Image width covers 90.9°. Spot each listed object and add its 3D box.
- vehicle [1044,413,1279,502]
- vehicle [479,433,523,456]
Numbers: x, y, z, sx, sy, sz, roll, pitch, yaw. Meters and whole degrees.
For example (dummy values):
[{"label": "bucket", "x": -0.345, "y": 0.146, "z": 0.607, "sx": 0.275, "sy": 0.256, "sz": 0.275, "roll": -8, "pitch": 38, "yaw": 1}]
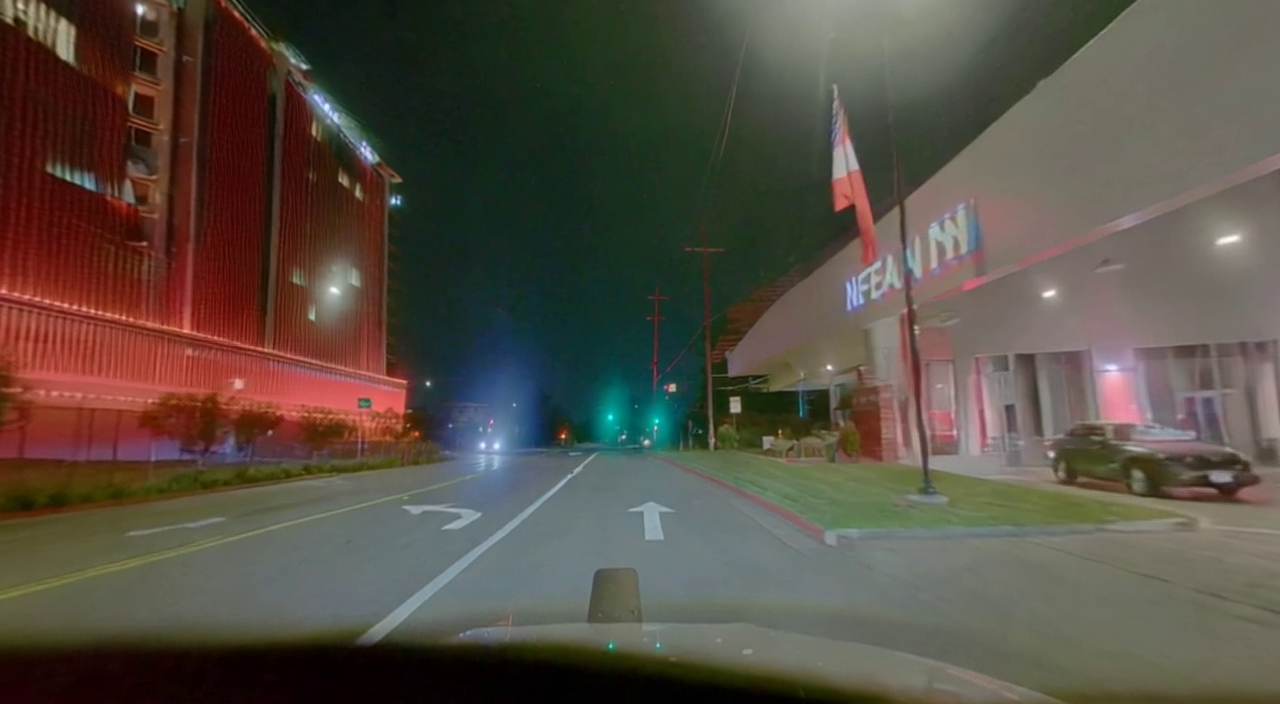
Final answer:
[{"label": "vehicle", "x": 10.242, "y": 2.070, "z": 12.702, "sx": 1.769, "sy": 1.516, "sz": 3.520, "roll": 0, "pitch": -8, "yaw": -1}, {"label": "vehicle", "x": -9.275, "y": 6.187, "z": 42.271, "sx": 1.919, "sy": 1.484, "sz": 3.879, "roll": -1, "pitch": -8, "yaw": 3}]
